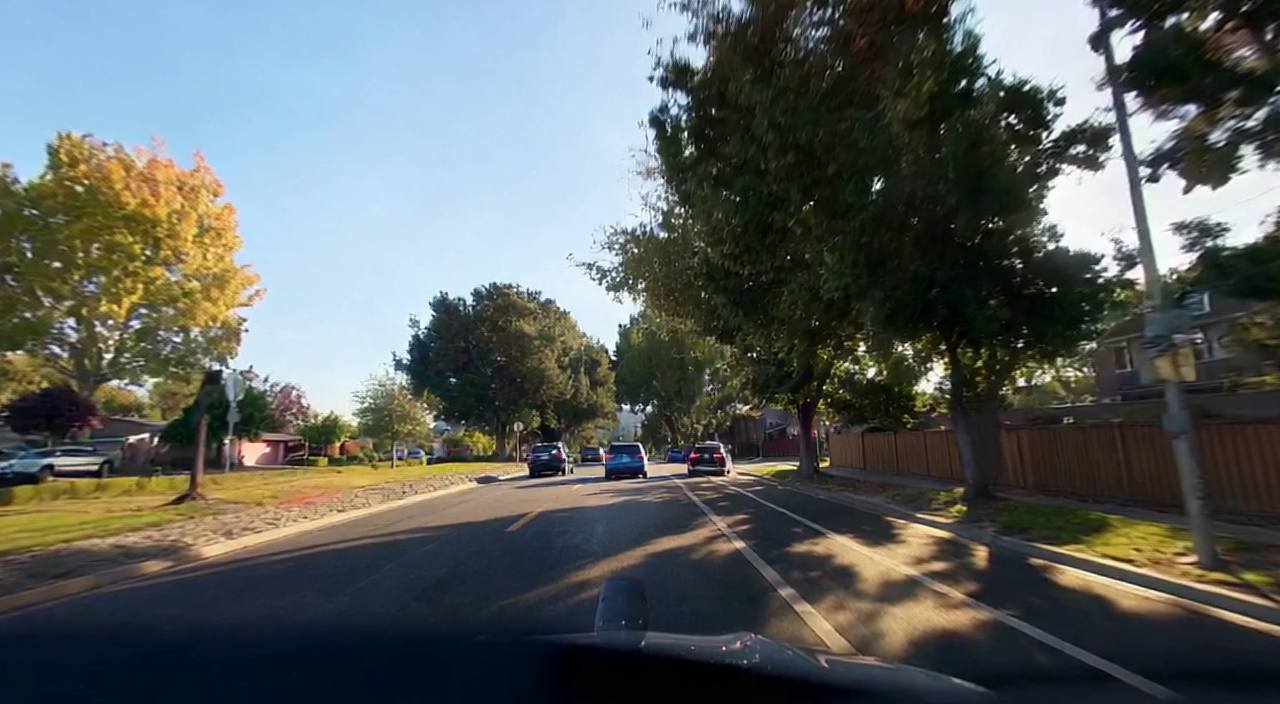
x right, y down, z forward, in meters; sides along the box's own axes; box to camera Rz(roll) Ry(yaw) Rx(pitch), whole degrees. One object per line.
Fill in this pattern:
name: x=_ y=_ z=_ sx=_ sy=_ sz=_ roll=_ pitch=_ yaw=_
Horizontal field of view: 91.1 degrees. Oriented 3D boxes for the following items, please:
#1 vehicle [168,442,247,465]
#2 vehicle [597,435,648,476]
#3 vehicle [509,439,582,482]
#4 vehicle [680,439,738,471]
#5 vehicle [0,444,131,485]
vehicle: x=-33.397 y=7.841 z=48.519 sx=4.600 sy=1.698 sz=1.993 roll=0 pitch=-8 yaw=3
vehicle: x=-0.765 y=4.776 z=29.221 sx=2.220 sy=1.742 sz=4.047 roll=0 pitch=-8 yaw=0
vehicle: x=-3.448 y=4.067 z=23.835 sx=2.032 sy=1.433 sz=4.458 roll=0 pitch=-8 yaw=1
vehicle: x=4.047 y=5.905 z=36.115 sx=2.192 sy=1.677 sz=4.820 roll=-3 pitch=-9 yaw=19
vehicle: x=-23.924 y=4.620 z=26.149 sx=1.928 sy=1.557 sz=4.181 roll=0 pitch=-9 yaw=-1
